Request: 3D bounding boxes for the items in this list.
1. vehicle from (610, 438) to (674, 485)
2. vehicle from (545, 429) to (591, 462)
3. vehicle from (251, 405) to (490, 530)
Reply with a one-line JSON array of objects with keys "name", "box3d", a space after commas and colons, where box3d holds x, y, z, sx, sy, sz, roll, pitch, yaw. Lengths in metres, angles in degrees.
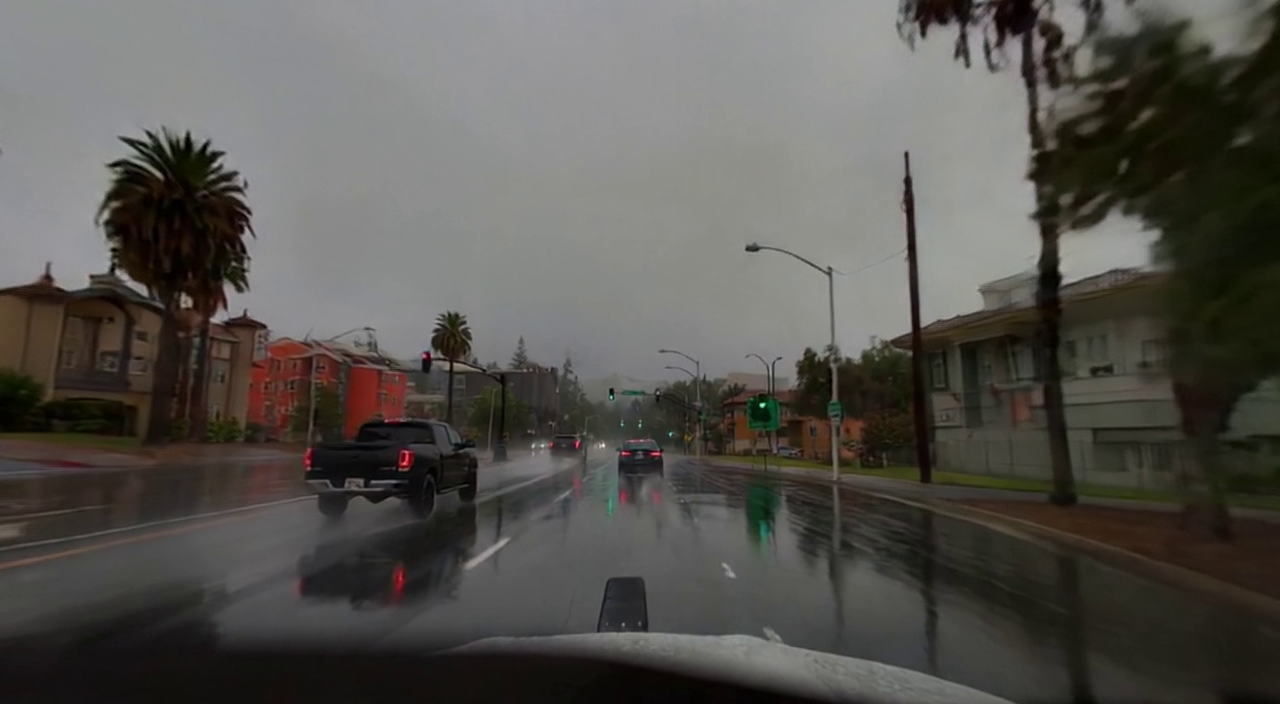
[{"name": "vehicle", "box3d": [0.069, 3.979, 23.221, 2.122, 1.562, 4.152, 0, -8, 0]}, {"name": "vehicle", "box3d": [-4.781, 6.355, 42.729, 2.447, 2.062, 5.911, -1, -8, 0]}, {"name": "vehicle", "box3d": [-4.902, 2.214, 12.832, 2.187, 1.904, 6.103, 0, -8, 0]}]
